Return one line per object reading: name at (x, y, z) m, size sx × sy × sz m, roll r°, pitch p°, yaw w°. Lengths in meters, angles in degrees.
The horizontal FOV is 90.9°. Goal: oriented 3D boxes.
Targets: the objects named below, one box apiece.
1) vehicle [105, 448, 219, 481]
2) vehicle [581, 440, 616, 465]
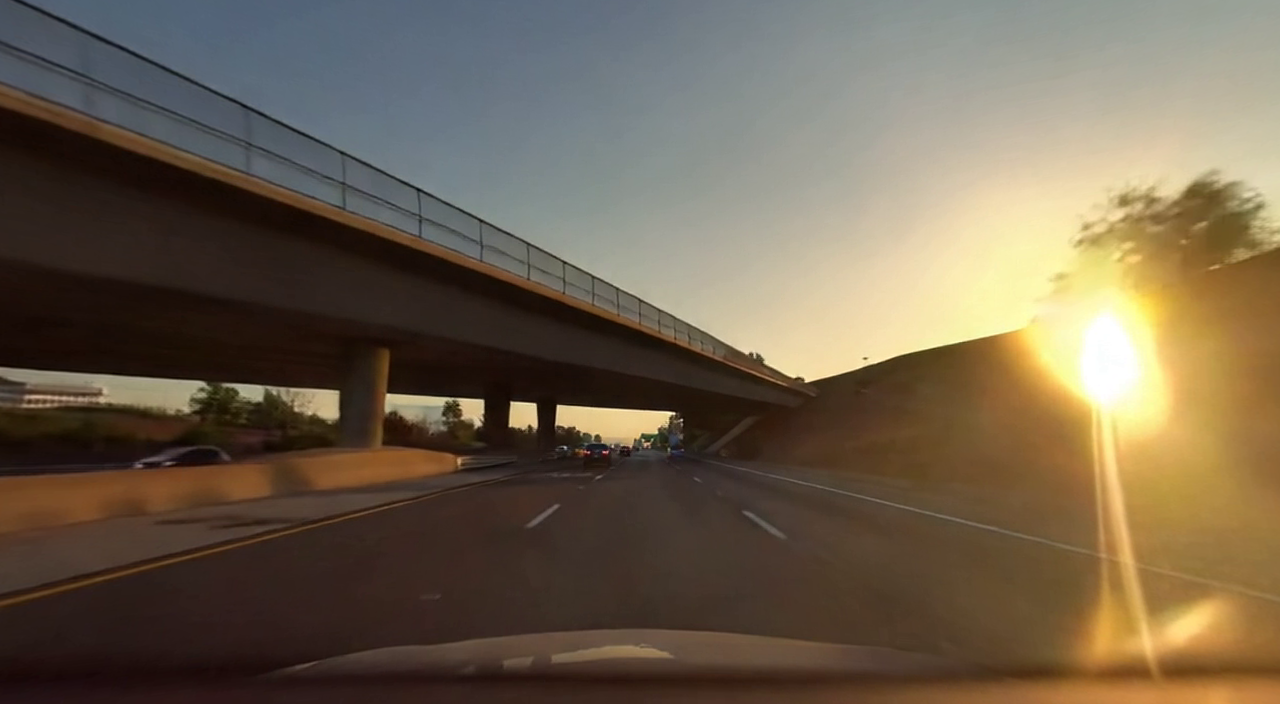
vehicle at (-23.459, 5.523, 31.220) m, size 2.009 × 1.450 × 4.562 m, roll 0°, pitch -8°, yaw 1°
vehicle at (-3.077, 7.517, 47.227) m, size 2.319 × 1.738 × 4.355 m, roll 0°, pitch -8°, yaw 0°
